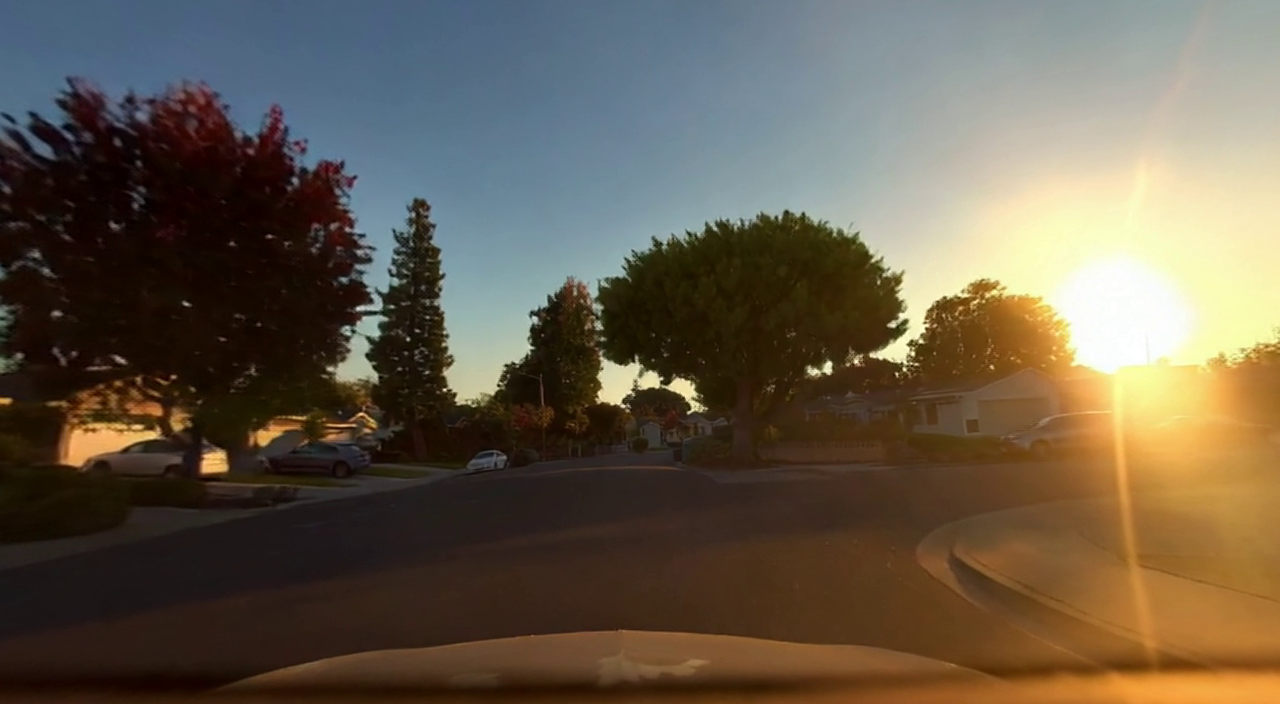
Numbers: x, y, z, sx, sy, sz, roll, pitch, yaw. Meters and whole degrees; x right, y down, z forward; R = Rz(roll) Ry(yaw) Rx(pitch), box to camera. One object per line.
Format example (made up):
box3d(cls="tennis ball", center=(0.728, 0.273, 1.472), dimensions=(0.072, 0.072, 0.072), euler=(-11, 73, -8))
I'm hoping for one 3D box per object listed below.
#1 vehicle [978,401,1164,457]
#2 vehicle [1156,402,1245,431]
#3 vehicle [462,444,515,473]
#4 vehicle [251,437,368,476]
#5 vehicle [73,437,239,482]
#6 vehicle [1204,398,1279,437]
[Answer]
box3d(cls="vehicle", center=(17.257, 3.152, 25.372), dimensions=(6.088, 2.084, 2.337), euler=(1, -9, -10))
box3d(cls="vehicle", center=(34.829, 4.104, 39.311), dimensions=(1.971, 1.581, 4.495), euler=(-2, -9, 10))
box3d(cls="vehicle", center=(-8.796, 6.198, 36.929), dimensions=(2.040, 1.525, 5.212), euler=(0, -9, -3))
box3d(cls="vehicle", center=(-16.563, 5.235, 31.790), dimensions=(4.683, 1.849, 2.044), euler=(1, -9, -5))
box3d(cls="vehicle", center=(-18.849, 4.182, 24.799), dimensions=(1.829, 1.584, 4.748), euler=(-5, -10, 27))
box3d(cls="vehicle", center=(33.938, 3.644, 34.384), dimensions=(2.029, 1.747, 4.373), euler=(0, -11, -2))
